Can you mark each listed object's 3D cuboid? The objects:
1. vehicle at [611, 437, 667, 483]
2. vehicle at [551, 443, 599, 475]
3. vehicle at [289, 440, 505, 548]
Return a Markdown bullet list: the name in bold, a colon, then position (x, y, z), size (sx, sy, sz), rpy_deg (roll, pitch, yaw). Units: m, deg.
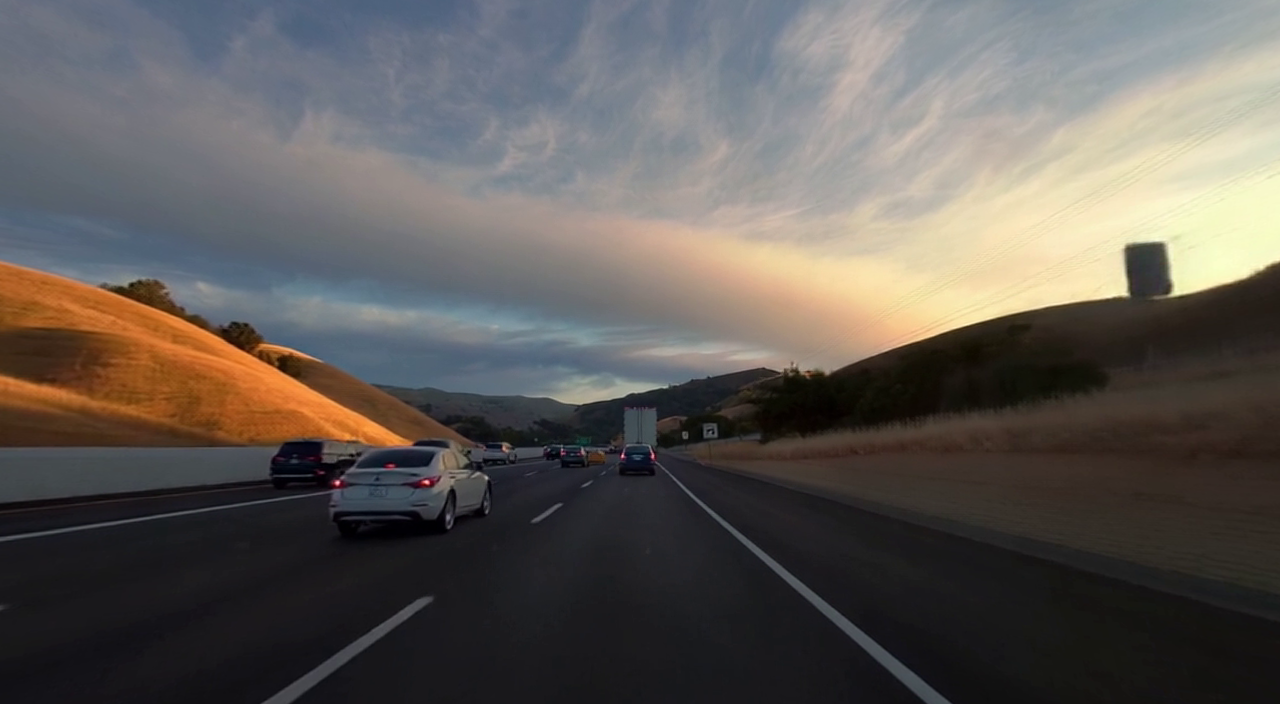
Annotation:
- **vehicle**: position (-0.046, 4.713, 27.809), size (2.281, 1.795, 4.297), rpy_deg (1, -8, 0)
- **vehicle**: position (-3.596, 6.031, 35.696), size (2.155, 1.661, 4.477), rpy_deg (1, -8, 1)
- **vehicle**: position (-3.911, 2.332, 11.167), size (1.943, 1.468, 4.547), rpy_deg (1, -8, 1)
